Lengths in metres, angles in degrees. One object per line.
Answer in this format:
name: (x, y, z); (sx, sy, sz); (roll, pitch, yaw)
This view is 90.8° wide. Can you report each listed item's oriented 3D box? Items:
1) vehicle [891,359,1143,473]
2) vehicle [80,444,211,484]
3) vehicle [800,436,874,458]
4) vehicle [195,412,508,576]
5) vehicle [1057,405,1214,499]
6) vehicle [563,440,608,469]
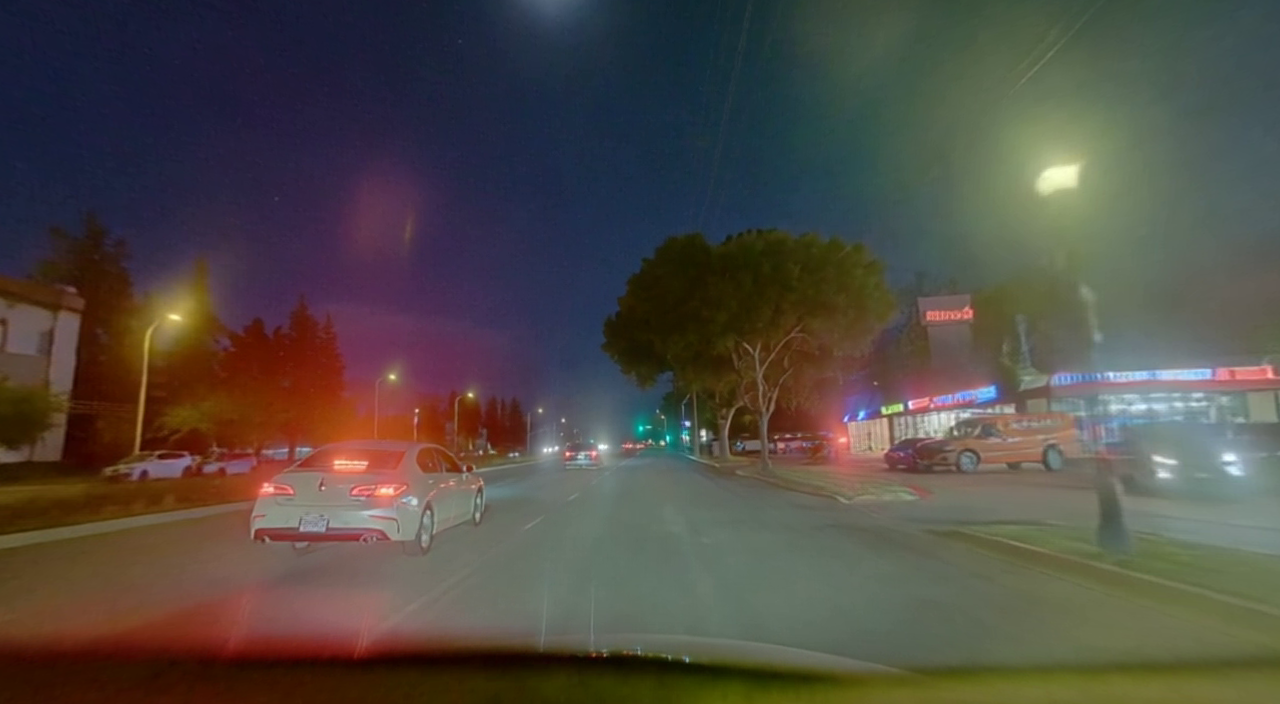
vehicle: (15.199, 2.688, 26.041); (8.300, 4.310, 2.832); (-1, -9, 1)
vehicle: (-25.575, 5.787, 33.058); (2.258, 1.896, 5.595); (0, -9, 1)
vehicle: (14.298, 6.890, 45.941); (4.697, 1.518, 1.990); (0, -8, -2)
vehicle: (-3.437, 1.805, 8.803); (2.126, 1.655, 4.560); (0, -9, 1)
vehicle: (11.895, 2.350, 15.004); (5.297, 1.843, 2.097); (8, -12, -44)
vehicle: (-2.966, 5.678, 35.042); (1.955, 1.461, 4.396); (0, -9, 2)
